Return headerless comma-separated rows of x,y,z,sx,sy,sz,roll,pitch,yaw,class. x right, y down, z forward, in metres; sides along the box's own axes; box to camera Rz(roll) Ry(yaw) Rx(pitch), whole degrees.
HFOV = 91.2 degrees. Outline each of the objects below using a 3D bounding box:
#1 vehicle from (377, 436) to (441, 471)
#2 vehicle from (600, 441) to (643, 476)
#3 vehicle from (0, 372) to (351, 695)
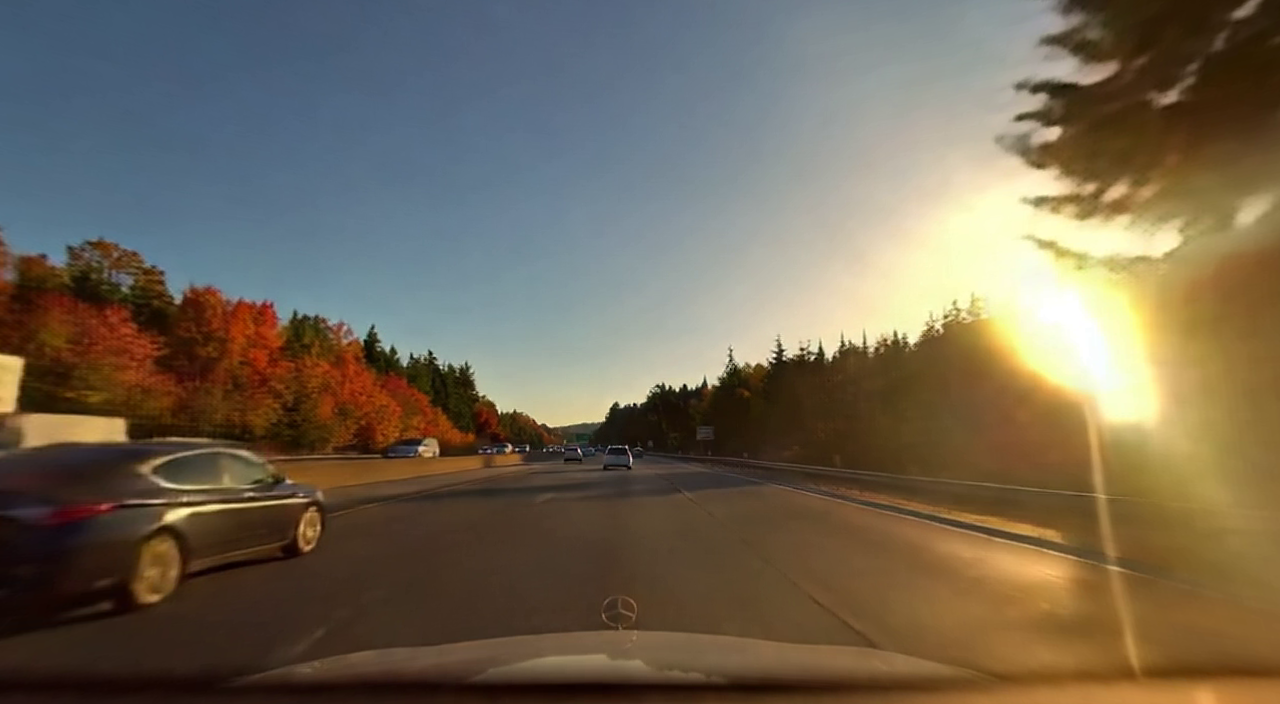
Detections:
-13.725,6.055,37.576,2.071,1.894,5.029,0,-9,-2,vehicle
-0.986,5.576,33.042,2.115,1.661,4.049,0,-9,-2,vehicle
-4.404,1.233,5.015,1.974,1.688,4.727,0,-9,-1,vehicle
